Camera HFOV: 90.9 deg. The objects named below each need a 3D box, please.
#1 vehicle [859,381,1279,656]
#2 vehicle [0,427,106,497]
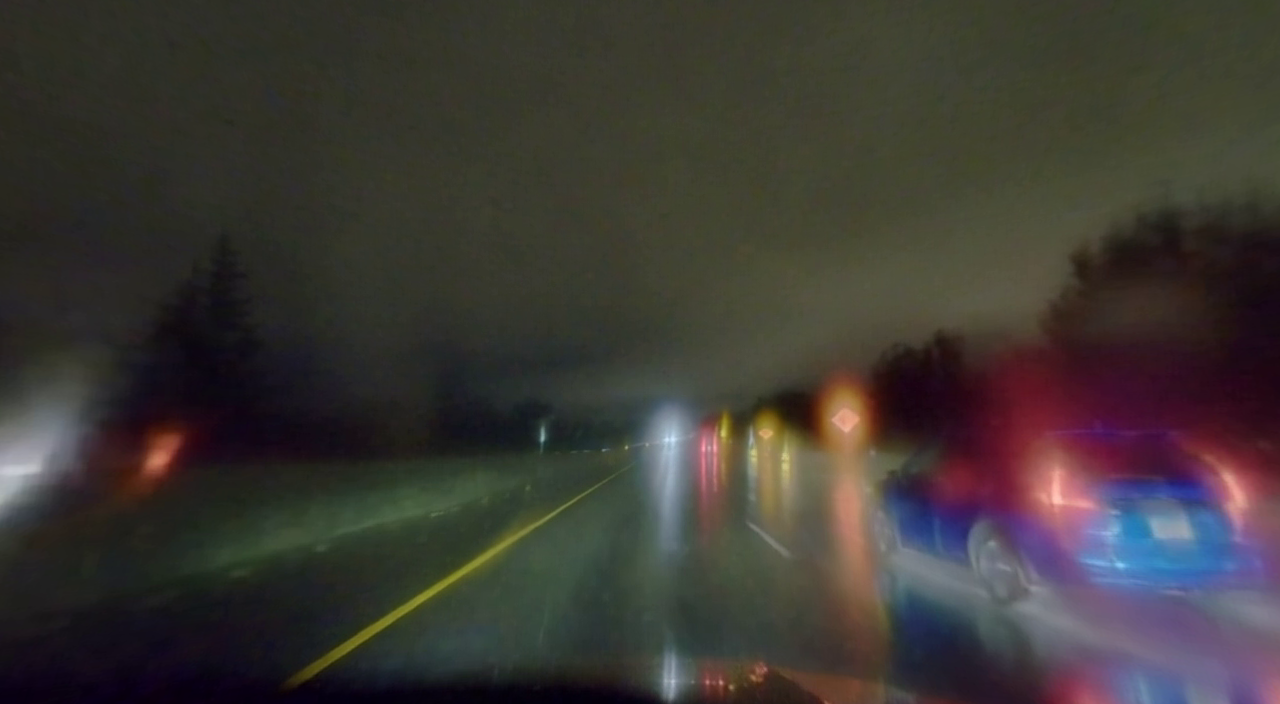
[{"bbox_3d":[4.000,1.367,6.221,2.143,1.730,4.303,0,-8,1],"label":"vehicle"},{"bbox_3d":[-17.097,2.852,16.365,2.176,1.729,4.737,-1,-8,2],"label":"vehicle"}]
